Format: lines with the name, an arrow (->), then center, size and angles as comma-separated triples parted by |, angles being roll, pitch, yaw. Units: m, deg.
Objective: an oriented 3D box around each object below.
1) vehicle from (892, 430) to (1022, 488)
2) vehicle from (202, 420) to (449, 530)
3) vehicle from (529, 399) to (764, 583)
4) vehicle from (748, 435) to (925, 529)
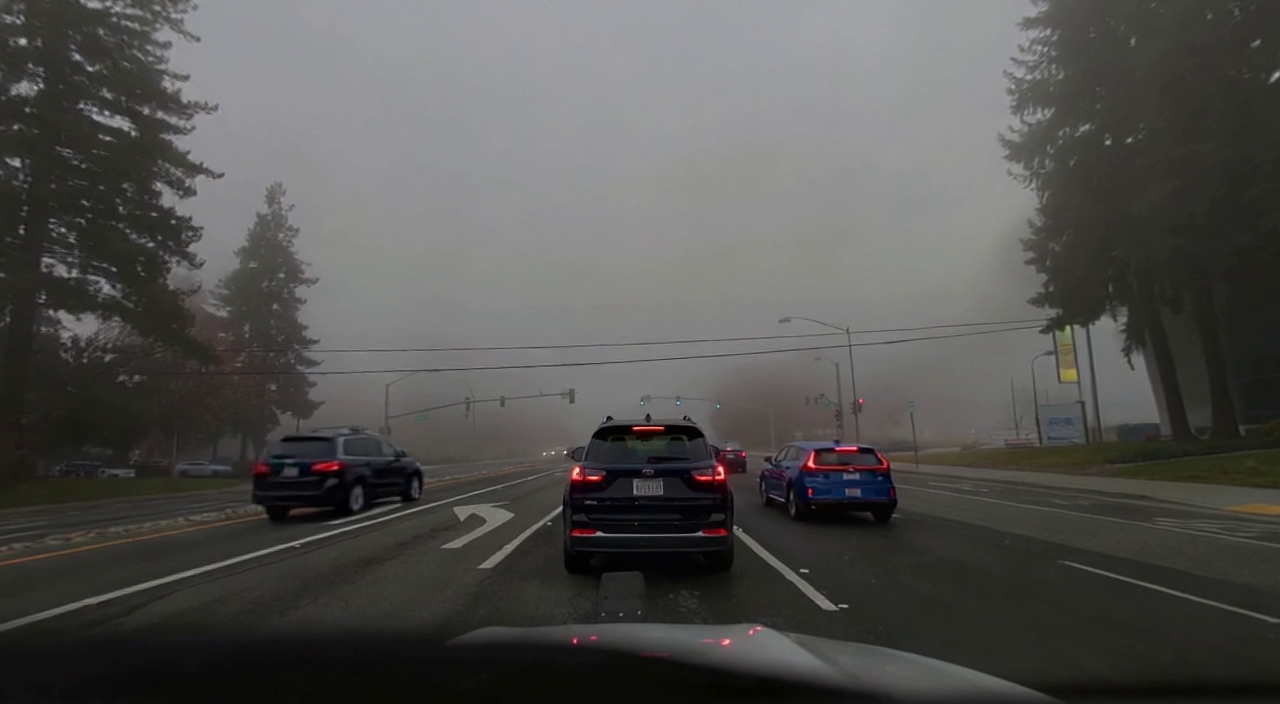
vehicle -> 10.861, 3.699, 22.130 | 2.123, 1.812, 4.553 | 0, -9, -1
vehicle -> -6.061, 2.454, 13.236 | 2.555, 1.819, 5.145 | 0, -9, 0
vehicle -> 0.059, 1.655, 8.248 | 2.266, 1.762, 4.131 | 0, -9, 0
vehicle -> 3.511, 2.401, 12.292 | 1.997, 1.471, 4.321 | 0, -9, -1
